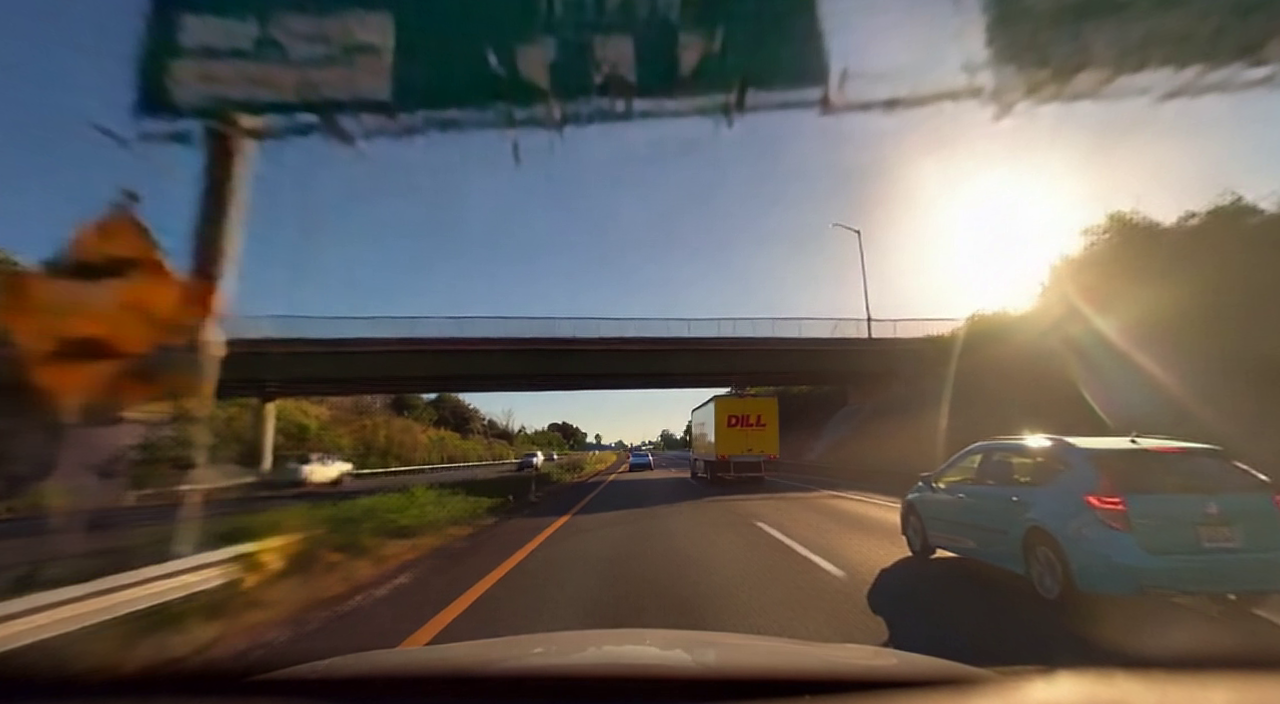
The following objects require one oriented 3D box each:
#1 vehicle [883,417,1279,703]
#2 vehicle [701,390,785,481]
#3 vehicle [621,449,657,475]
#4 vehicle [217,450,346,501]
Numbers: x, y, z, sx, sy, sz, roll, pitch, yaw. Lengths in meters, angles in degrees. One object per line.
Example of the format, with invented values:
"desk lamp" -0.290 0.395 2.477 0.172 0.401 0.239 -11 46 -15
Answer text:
"vehicle" 3.741 1.358 5.082 1.894 1.452 4.164 0 -9 0
"vehicle" 4.947 4.322 32.121 2.838 3.985 8.010 0 -9 0
"vehicle" -0.052 6.706 38.640 2.055 1.445 3.661 0 -9 0
"vehicle" -13.074 4.497 23.417 2.029 1.656 4.587 -1 -9 1
